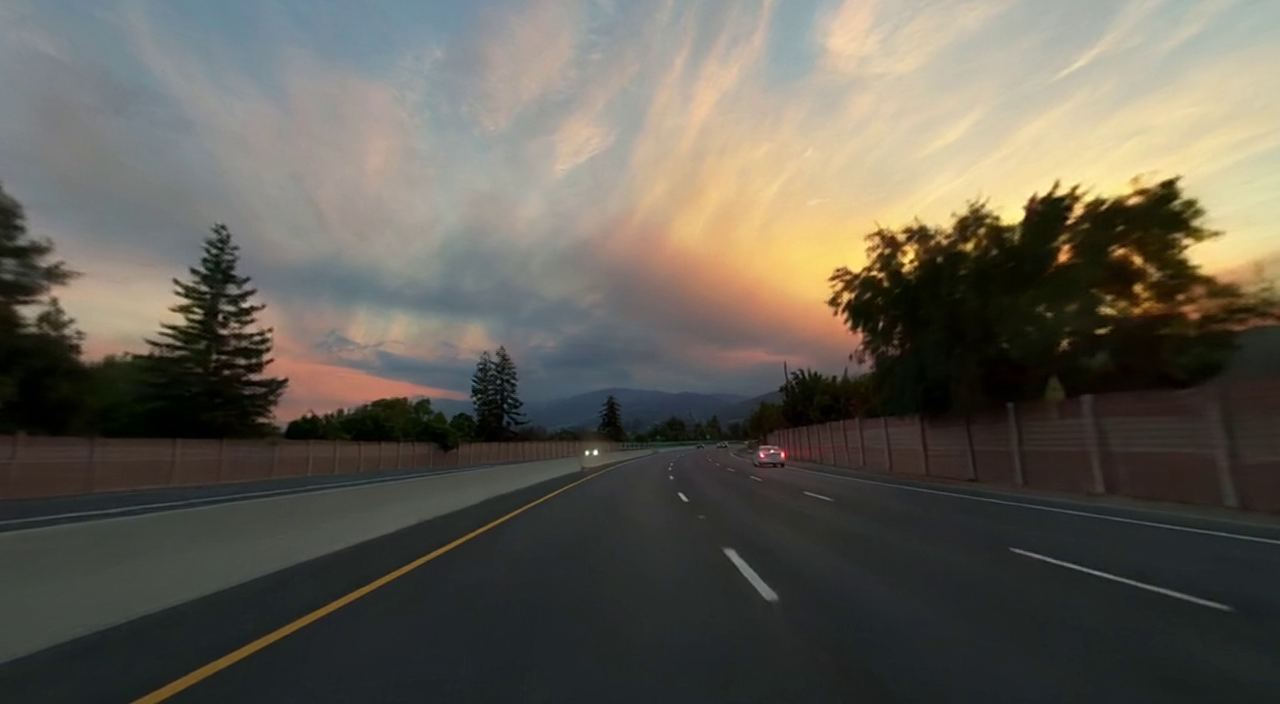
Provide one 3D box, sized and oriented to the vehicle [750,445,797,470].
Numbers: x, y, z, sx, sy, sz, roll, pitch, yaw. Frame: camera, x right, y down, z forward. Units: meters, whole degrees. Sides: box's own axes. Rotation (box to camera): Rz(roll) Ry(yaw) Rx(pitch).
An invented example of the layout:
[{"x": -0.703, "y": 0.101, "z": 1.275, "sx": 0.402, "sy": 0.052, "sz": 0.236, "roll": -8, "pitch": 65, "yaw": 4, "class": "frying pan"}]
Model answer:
[{"x": 8.496, "y": 6.734, "z": 40.429, "sx": 1.983, "sy": 1.486, "sz": 4.545, "roll": -1, "pitch": -9, "yaw": 0, "class": "vehicle"}]
